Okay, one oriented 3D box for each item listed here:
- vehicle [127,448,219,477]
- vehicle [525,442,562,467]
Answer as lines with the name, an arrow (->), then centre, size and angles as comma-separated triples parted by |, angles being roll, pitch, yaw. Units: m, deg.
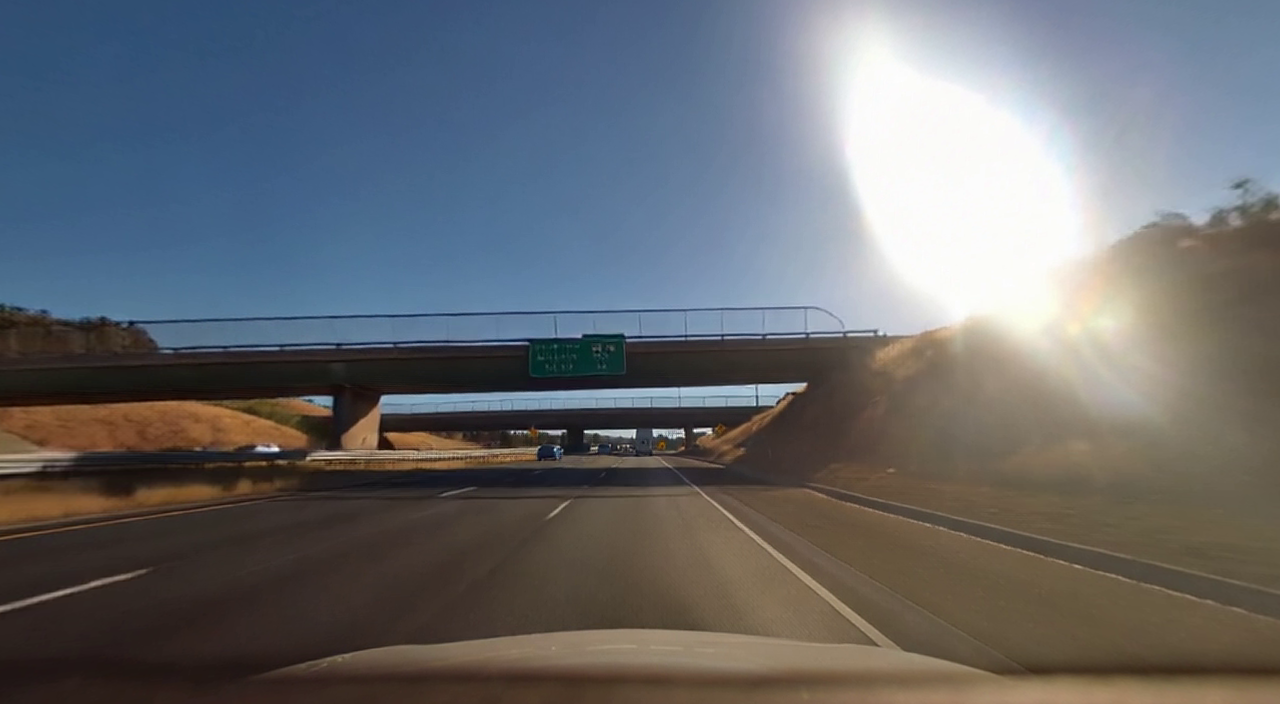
vehicle -> -31.604, 7.476, 42.867 | 2.136, 1.767, 5.304 | 0, -9, 1
vehicle -> -7.169, 7.685, 47.389 | 2.070, 1.738, 4.733 | 0, -9, 0
